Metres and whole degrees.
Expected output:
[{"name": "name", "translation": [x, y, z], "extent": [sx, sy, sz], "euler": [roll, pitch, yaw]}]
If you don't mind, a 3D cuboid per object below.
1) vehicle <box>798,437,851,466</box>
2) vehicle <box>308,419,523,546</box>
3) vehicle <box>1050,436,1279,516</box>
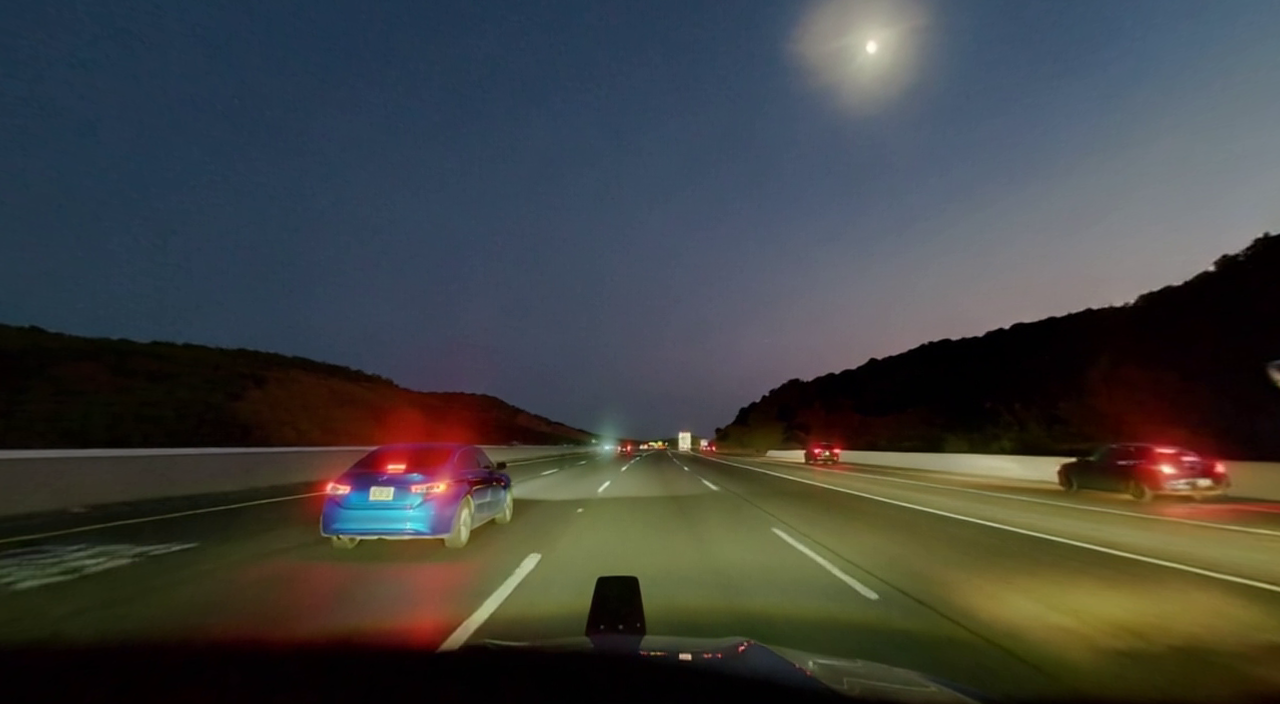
[{"name": "vehicle", "translation": [11.963, 6.486, 40.984], "extent": [2.062, 1.736, 4.589], "euler": [0, -8, 0]}, {"name": "vehicle", "translation": [-3.270, 1.977, 10.116], "extent": [1.967, 1.615, 3.886], "euler": [0, -8, 1]}, {"name": "vehicle", "translation": [11.568, 2.607, 13.791], "extent": [1.982, 1.443, 4.635], "euler": [0, -8, 0]}]
